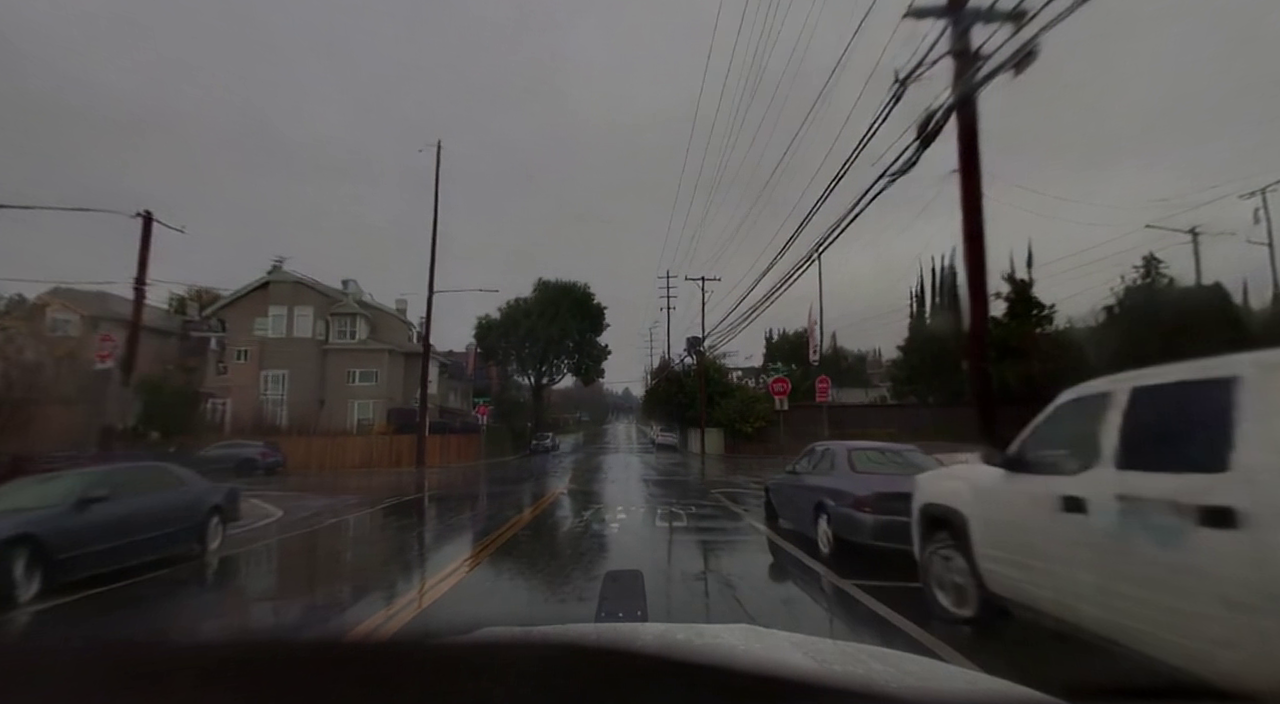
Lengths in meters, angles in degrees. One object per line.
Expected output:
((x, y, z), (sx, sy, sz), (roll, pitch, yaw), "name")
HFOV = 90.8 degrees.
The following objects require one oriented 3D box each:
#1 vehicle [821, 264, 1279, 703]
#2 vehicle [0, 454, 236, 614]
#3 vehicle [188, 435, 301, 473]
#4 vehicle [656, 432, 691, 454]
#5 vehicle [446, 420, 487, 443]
((3.205, 0.965, 3.868), (2.375, 1.945, 5.670), (0, -8, -1), "vehicle")
((-6.816, 1.893, 7.039), (1.744, 1.407, 4.529), (0, -8, -2), "vehicle")
((-19.297, 4.981, 30.999), (4.181, 1.742, 1.945), (1, -9, -10), "vehicle")
((2.420, 6.684, 46.302), (2.120, 1.487, 4.360), (0, -8, -3), "vehicle")
((-13.643, 6.315, 49.843), (1.992, 1.678, 4.658), (0, -8, -1), "vehicle")
